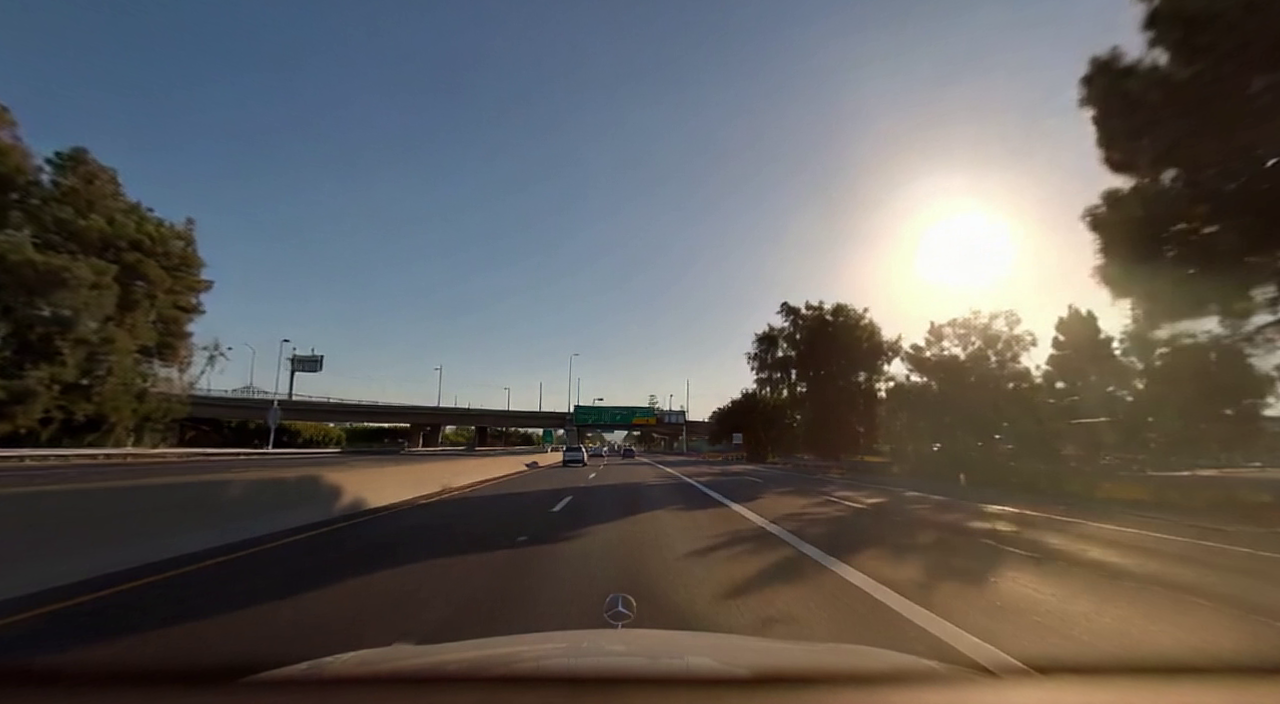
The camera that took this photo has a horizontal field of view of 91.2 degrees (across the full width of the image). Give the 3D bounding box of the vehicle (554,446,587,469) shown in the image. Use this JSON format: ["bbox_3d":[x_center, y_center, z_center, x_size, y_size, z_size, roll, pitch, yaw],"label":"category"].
[{"bbox_3d":[-4.918,7.519,44.833,2.008,1.521,4.129,0,-9,-1],"label":"vehicle"}]
